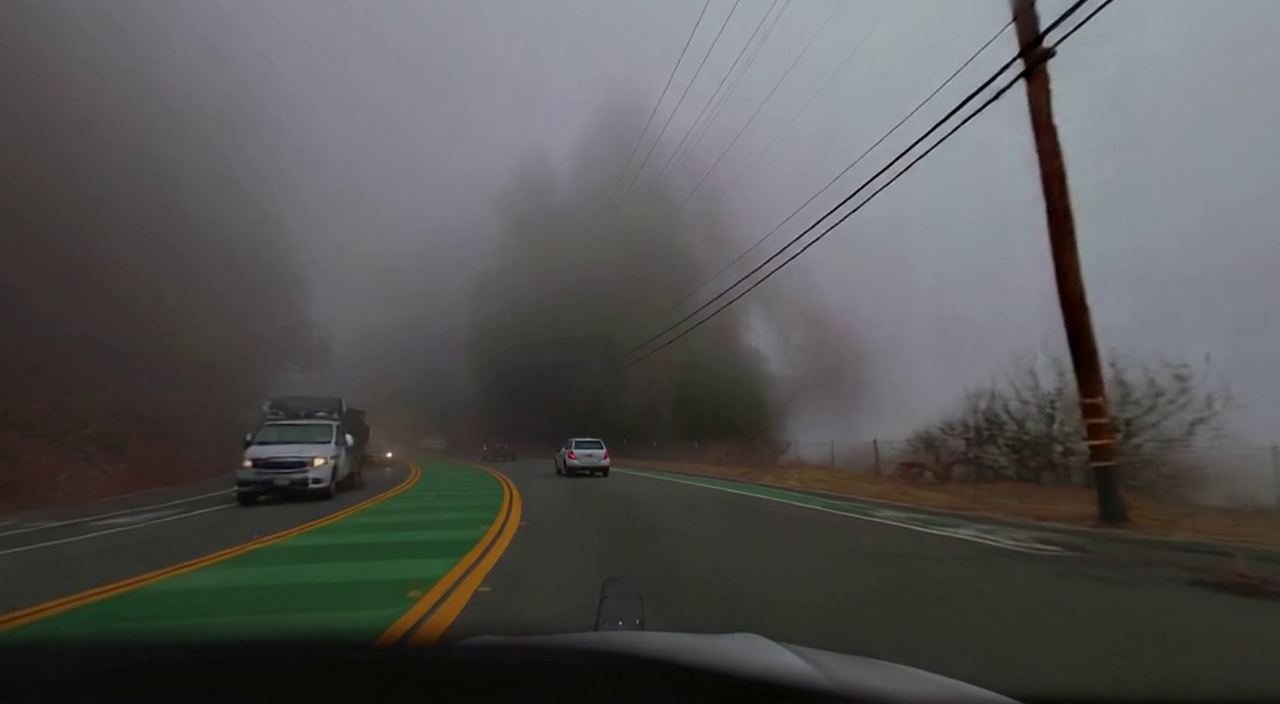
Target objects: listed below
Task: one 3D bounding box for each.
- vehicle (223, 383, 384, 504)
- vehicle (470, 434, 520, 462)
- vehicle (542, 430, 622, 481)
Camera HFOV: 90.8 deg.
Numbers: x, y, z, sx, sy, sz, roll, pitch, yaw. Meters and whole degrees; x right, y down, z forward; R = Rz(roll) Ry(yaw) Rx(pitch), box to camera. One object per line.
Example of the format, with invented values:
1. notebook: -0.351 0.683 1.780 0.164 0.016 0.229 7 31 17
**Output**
1. vehicle: -9.456 2.705 18.662 2.413 2.872 6.823 2 -9 -13
2. vehicle: -9.714 6.384 42.011 2.075 1.699 4.520 5 -10 -28
3. vehicle: -2.403 4.054 24.918 2.140 1.767 4.720 3 -9 -18
